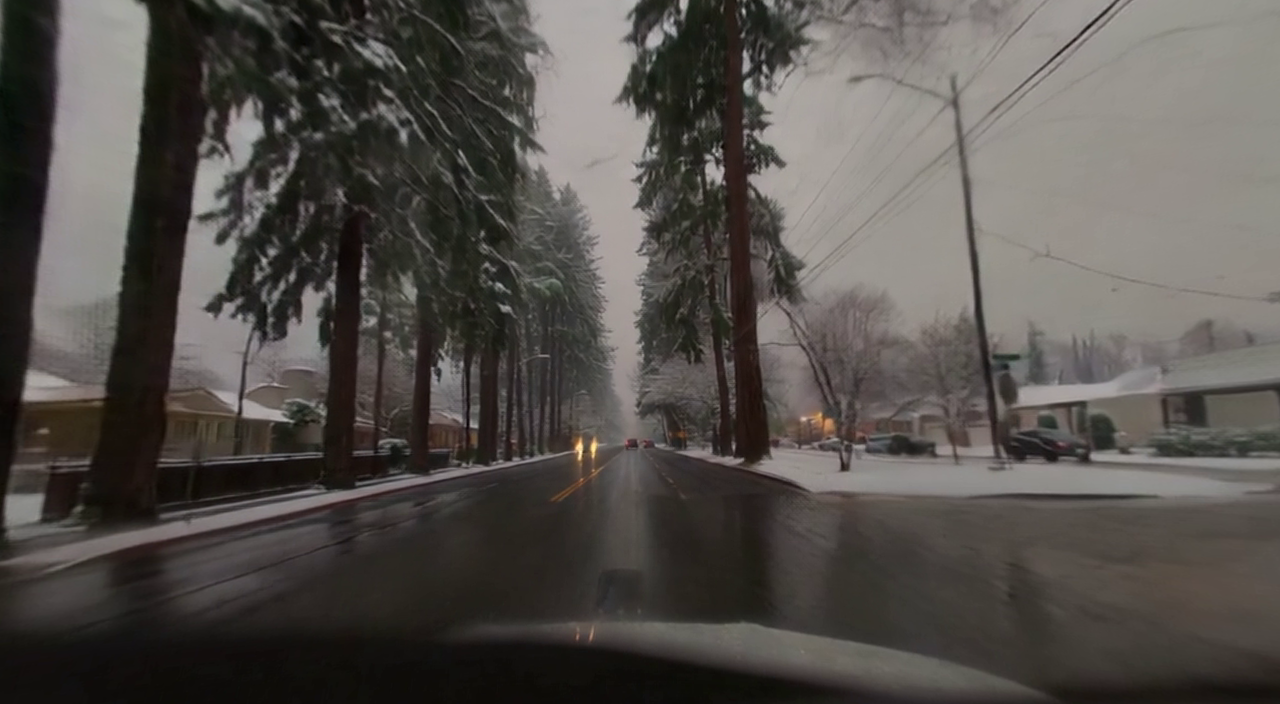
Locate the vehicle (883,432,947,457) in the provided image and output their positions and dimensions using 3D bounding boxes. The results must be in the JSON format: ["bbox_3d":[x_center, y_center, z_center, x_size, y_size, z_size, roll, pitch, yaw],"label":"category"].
[{"bbox_3d":[17.746,5.994,41.005,1.813,1.464,4.925,0,-8,-2],"label":"vehicle"}]

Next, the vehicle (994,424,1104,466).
[{"bbox_3d":[18.195,4.180,28.412,1.936,1.722,4.562,0,-8,1],"label":"vehicle"}]
